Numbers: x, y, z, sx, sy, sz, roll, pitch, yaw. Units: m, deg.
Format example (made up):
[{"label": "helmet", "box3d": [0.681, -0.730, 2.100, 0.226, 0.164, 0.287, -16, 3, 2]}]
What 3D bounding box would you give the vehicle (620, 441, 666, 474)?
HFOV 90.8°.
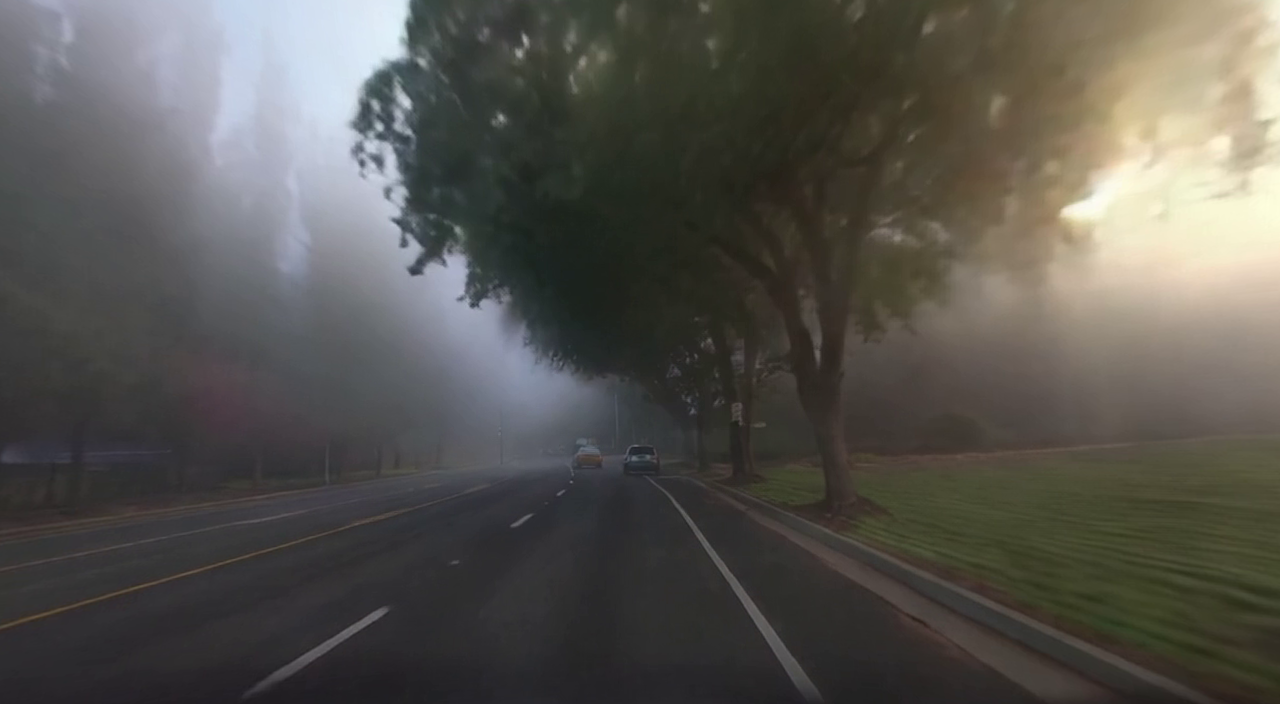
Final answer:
[{"label": "vehicle", "box3d": [0.237, 5.204, 31.381, 2.111, 1.466, 4.223, -1, -8, 2]}]
